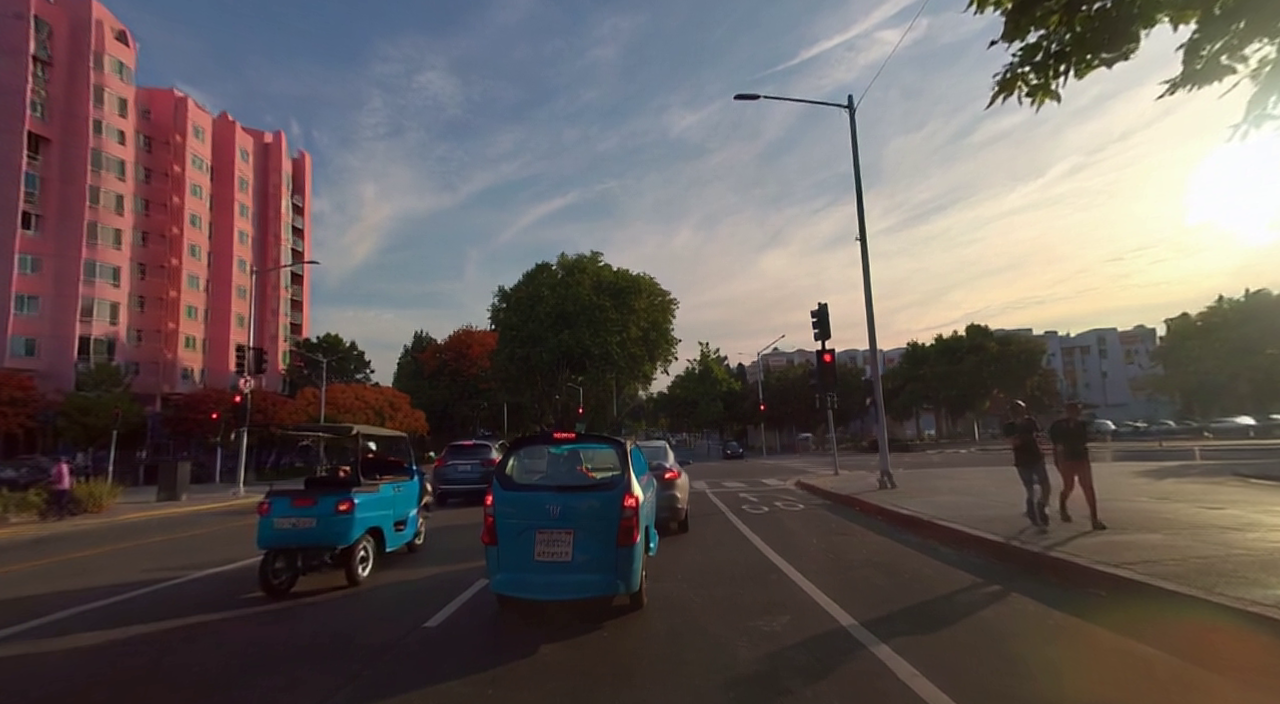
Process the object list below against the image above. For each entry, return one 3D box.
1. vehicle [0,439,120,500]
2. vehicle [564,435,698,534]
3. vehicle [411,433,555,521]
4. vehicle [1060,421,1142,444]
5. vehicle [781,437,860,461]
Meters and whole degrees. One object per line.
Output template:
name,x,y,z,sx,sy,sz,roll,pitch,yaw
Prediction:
vehicle,-28.937,5.705,30.339,5.890,2.393,2.346,-5,-7,1
vehicle,-0.100,2.321,11.618,2.025,1.458,4.085,-1,-9,1
vehicle,-3.198,2.645,13.822,1.935,1.615,4.073,-1,-9,3
vehicle,30.789,5.396,42.153,1.751,1.420,4.027,8,-12,-43
vehicle,11.386,6.169,40.126,1.862,1.456,4.661,6,-11,-34
